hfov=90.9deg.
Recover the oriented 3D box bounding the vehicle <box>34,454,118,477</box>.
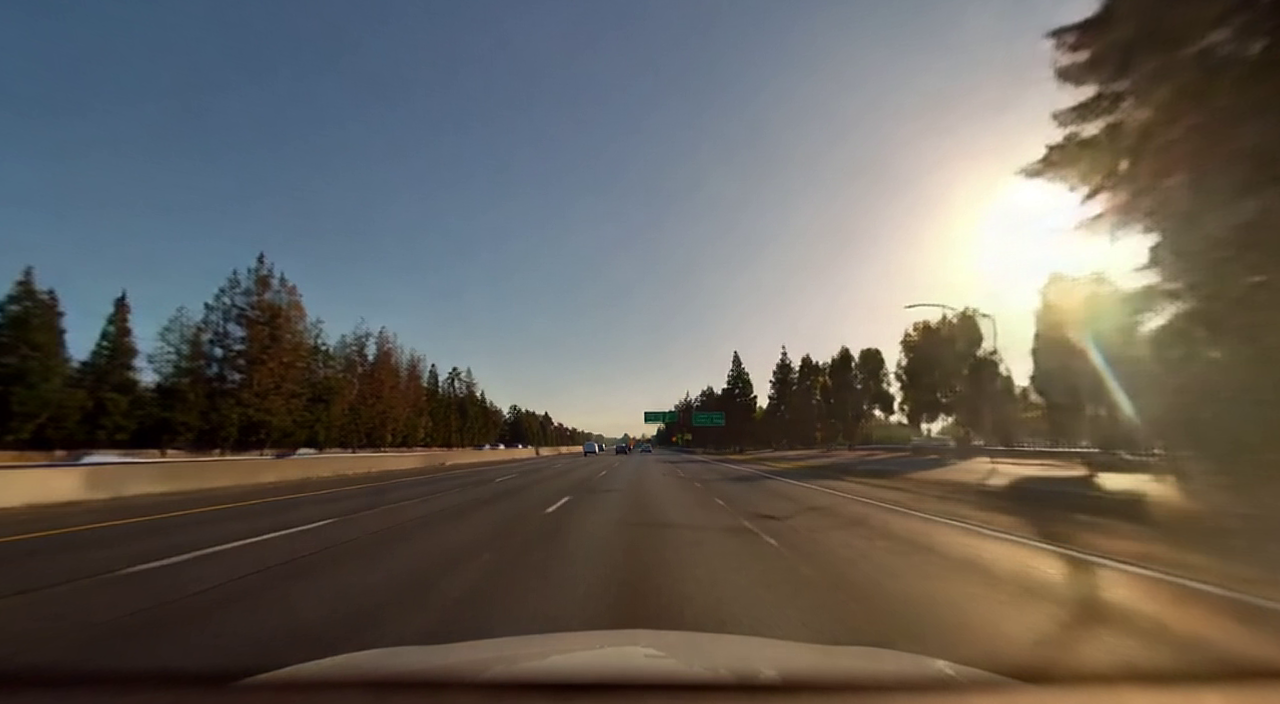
[{"bbox_3d":[-38.905,7.813,43.681,1.857,1.405,4.314,0,-8,0],"label":"vehicle"}]
